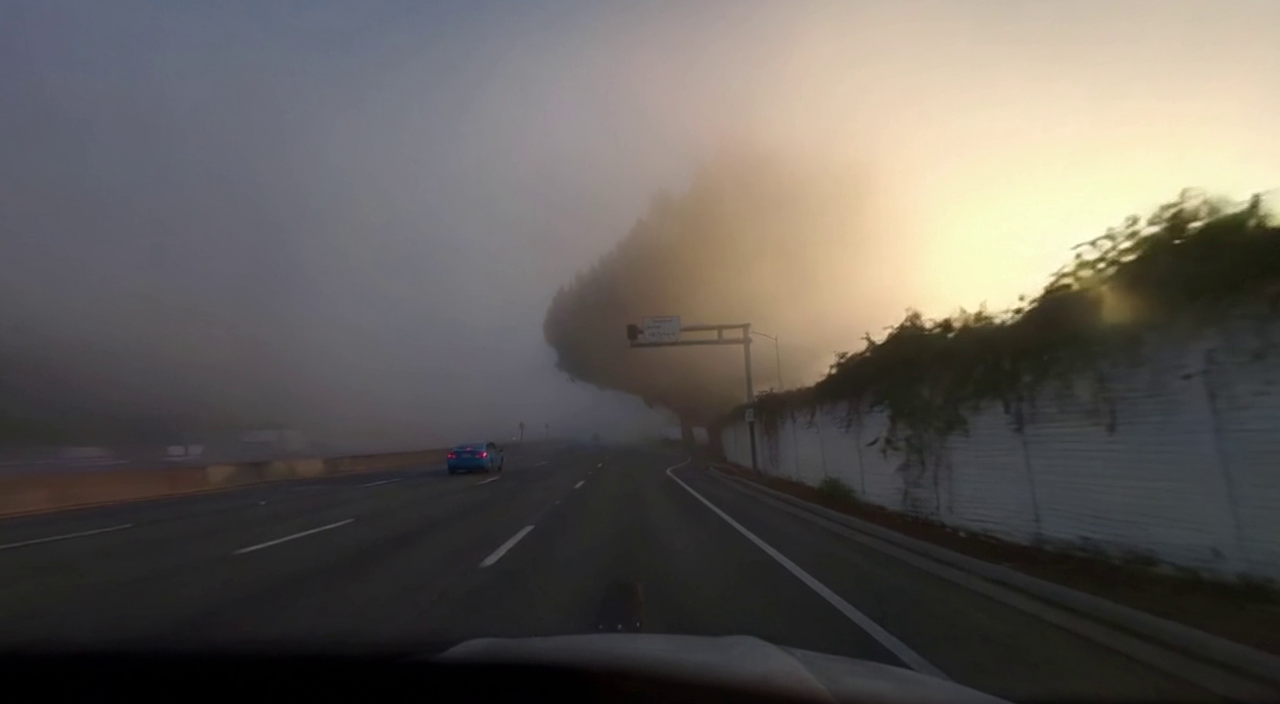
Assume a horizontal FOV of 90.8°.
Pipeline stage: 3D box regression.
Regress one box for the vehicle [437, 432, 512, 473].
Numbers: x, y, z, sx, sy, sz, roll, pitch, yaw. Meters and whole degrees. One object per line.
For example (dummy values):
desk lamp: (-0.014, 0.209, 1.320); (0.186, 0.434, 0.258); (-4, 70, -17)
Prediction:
vehicle: (-7.483, 4.592, 29.086); (2.115, 1.711, 4.722); (0, -8, 0)
